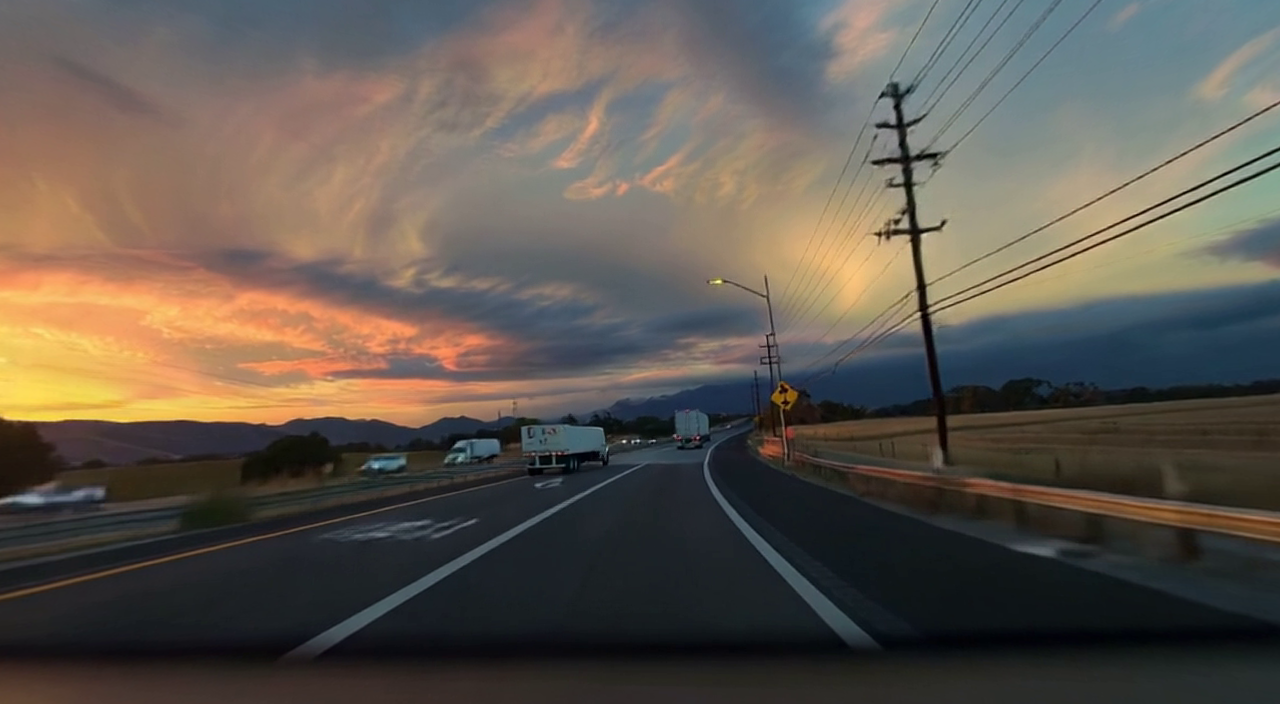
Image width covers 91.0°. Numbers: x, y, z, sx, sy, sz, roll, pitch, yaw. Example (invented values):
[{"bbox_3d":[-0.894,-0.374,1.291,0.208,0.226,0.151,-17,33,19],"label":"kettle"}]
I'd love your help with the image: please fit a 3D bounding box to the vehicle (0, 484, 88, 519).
[{"bbox_3d":[-33.042,8.071,34.193,1.811,1.516,4.140,-2,-9,13],"label":"vehicle"}]
